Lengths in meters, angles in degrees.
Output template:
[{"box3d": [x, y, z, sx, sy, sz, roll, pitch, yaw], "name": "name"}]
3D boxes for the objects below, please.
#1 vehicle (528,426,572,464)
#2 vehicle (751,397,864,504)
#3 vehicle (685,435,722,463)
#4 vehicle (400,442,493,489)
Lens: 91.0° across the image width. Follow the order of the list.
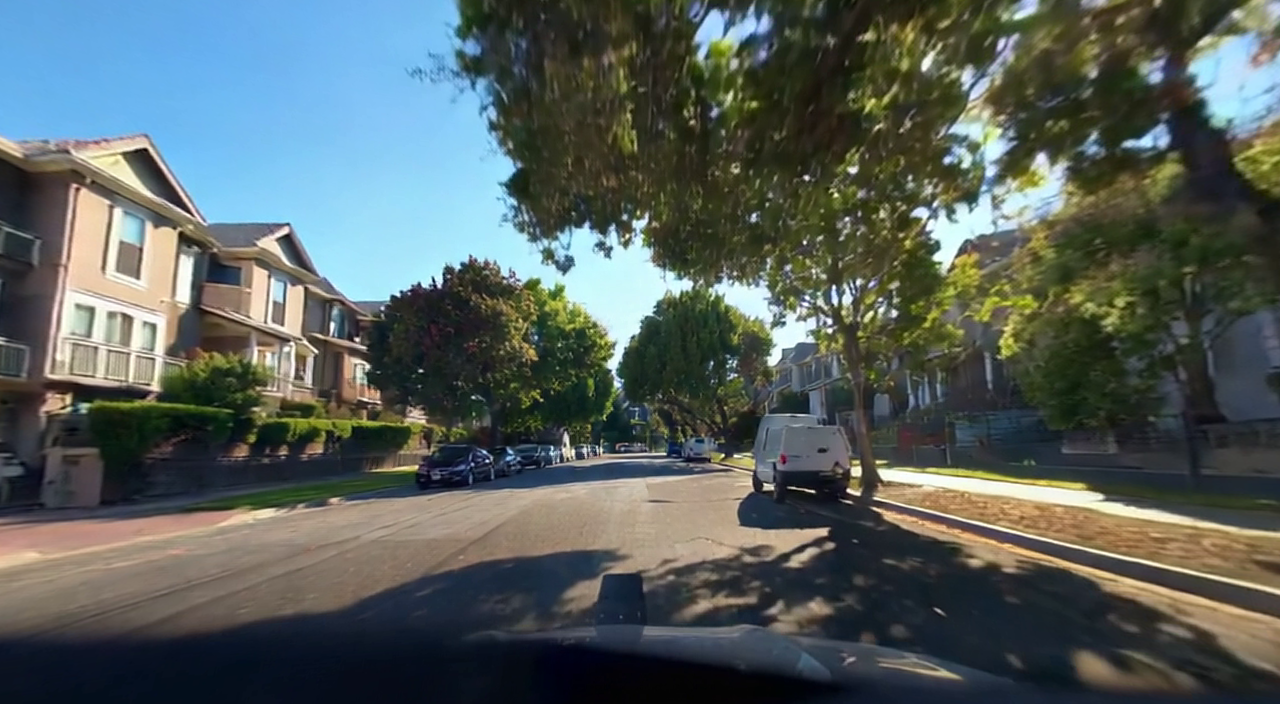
[{"box3d": [-6.723, 7.137, 47.855, 2.341, 2.674, 5.753, -1, -10, 1], "name": "vehicle"}, {"box3d": [4.142, 2.495, 15.992, 2.158, 2.478, 2.078, -1, -9, -1], "name": "vehicle"}, {"box3d": [4.708, 7.331, 47.662, 2.216, 1.955, 4.970, 0, -8, -1], "name": "vehicle"}, {"box3d": [-6.913, 4.113, 23.073, 2.003, 1.501, 4.779, -1, -9, -1], "name": "vehicle"}]
